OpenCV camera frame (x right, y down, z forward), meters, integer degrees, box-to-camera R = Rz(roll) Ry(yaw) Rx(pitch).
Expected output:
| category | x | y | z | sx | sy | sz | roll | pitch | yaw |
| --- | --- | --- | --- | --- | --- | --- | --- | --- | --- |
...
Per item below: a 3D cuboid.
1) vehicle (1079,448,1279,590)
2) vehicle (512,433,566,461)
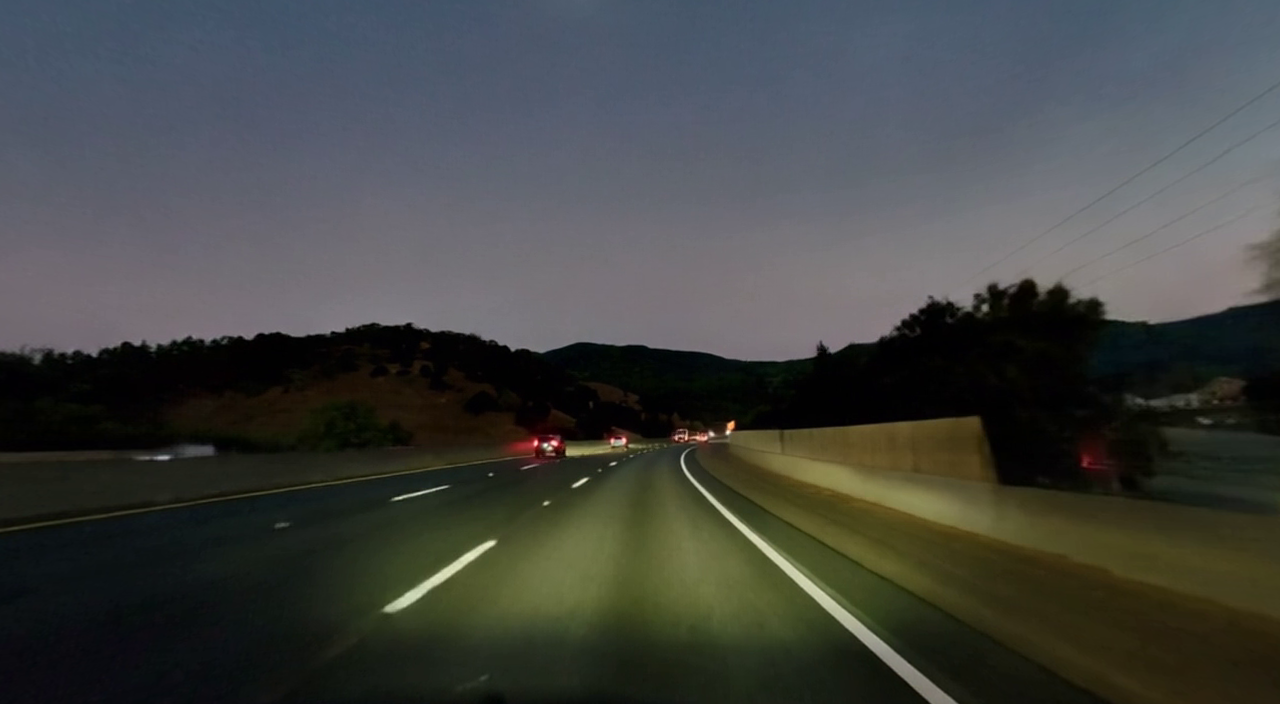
| category | x | y | z | sx | sy | sz | roll | pitch | yaw |
| --- | --- | --- | --- | --- | --- | --- | --- | --- | --- |
| vehicle | 10.267 | 2.565 | 10.123 | 2.325 | 1.972 | 5.577 | 0 | -8 | 0 |
| vehicle | -5.744 | 5.463 | 36.232 | 2.010 | 1.489 | 4.456 | -1 | -8 | 5 |
